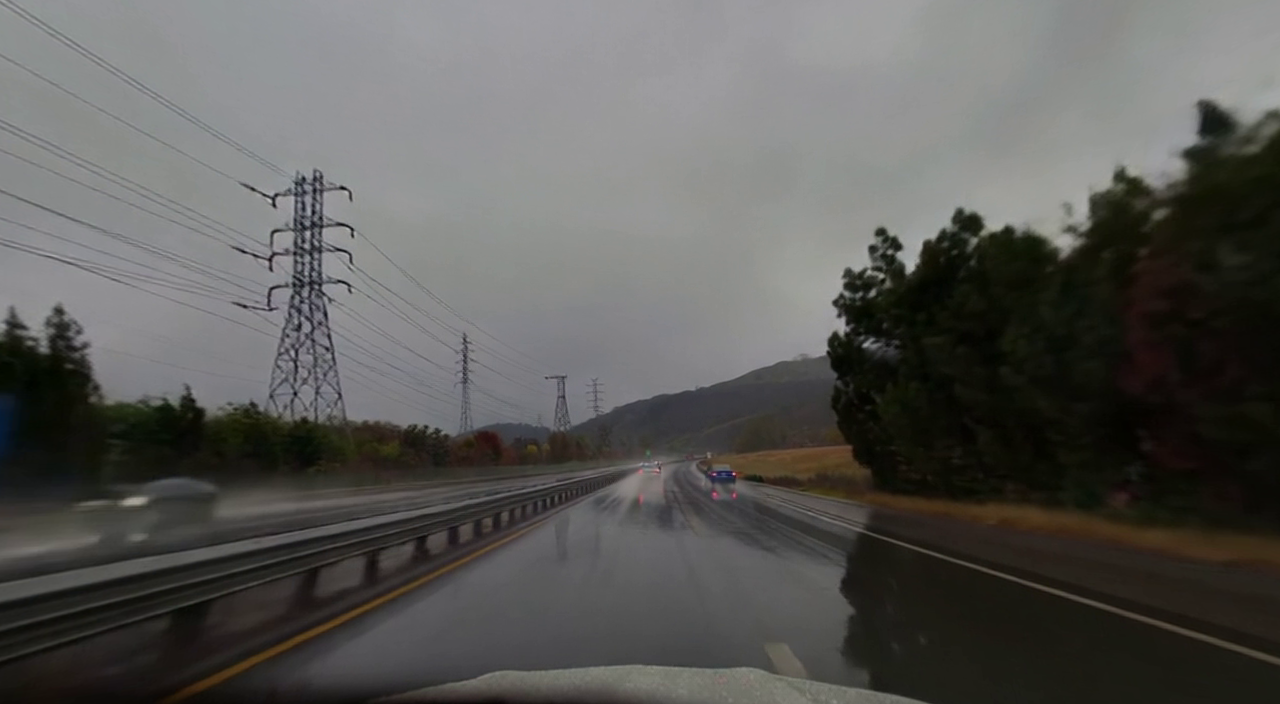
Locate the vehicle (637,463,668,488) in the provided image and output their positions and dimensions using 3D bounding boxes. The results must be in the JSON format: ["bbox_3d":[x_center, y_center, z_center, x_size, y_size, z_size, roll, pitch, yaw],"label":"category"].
[{"bbox_3d":[0.843,8.783,44.798,2.038,1.596,4.246,1,-10,0],"label":"vehicle"}]

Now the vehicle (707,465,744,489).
[{"bbox_3d":[5.883,8.639,43.503,1.985,1.521,3.904,1,-10,-1],"label":"vehicle"}]

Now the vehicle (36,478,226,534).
[{"bbox_3d":[-16.102,4.855,20.286,1.872,1.470,4.603,-1,-10,8],"label":"vehicle"}]
